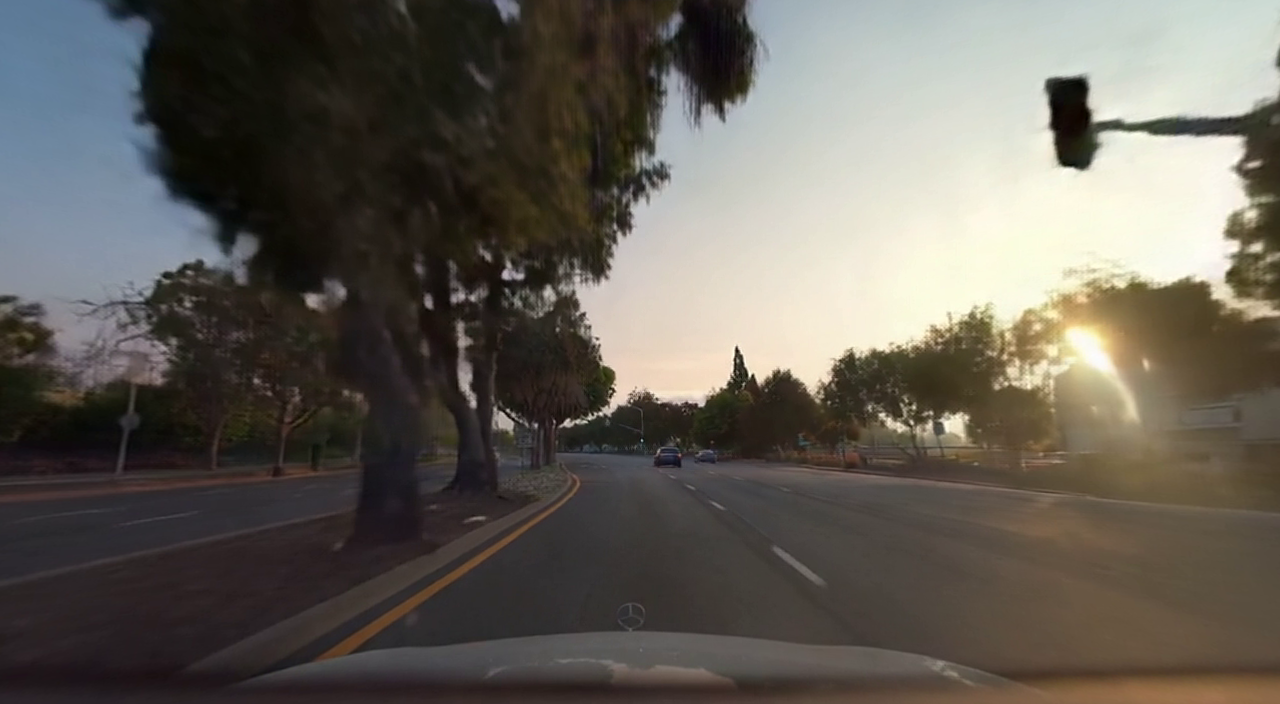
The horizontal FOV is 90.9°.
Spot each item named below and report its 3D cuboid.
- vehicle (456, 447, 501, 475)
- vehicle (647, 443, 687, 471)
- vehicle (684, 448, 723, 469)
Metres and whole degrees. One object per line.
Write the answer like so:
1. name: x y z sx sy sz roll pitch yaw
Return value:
1. vehicle: -9.903 6.711 38.959 2.002 1.612 4.436 0 -9 -5
2. vehicle: 1.832 7.233 43.697 2.046 1.818 4.603 1 -9 -7
3. vehicle: 4.821 8.140 48.286 1.969 1.522 4.609 1 -9 -7
